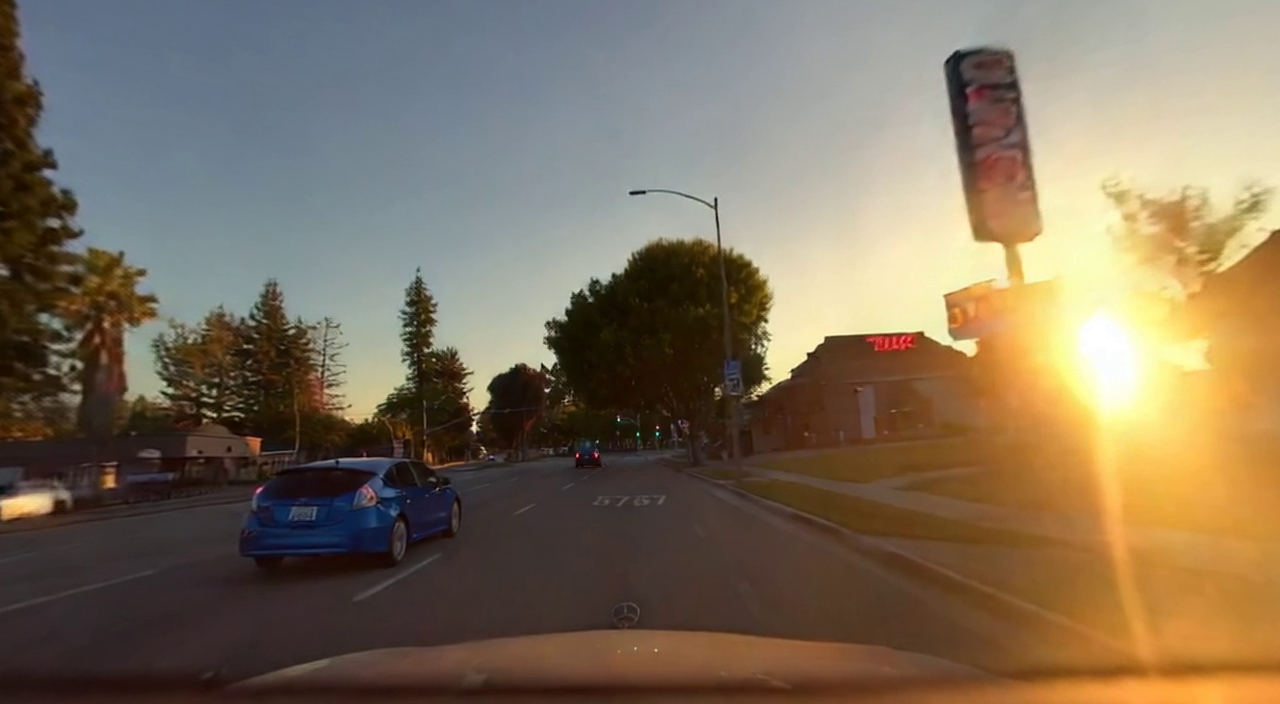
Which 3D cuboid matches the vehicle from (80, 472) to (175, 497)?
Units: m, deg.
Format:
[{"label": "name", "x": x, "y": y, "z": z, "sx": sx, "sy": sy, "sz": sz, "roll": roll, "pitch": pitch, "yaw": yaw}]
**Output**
[{"label": "vehicle", "x": -35.255, "y": 9.137, "z": 43.533, "sx": 4.614, "sy": 1.534, "sz": 2.229, "roll": -1, "pitch": -8, "yaw": 3}]
